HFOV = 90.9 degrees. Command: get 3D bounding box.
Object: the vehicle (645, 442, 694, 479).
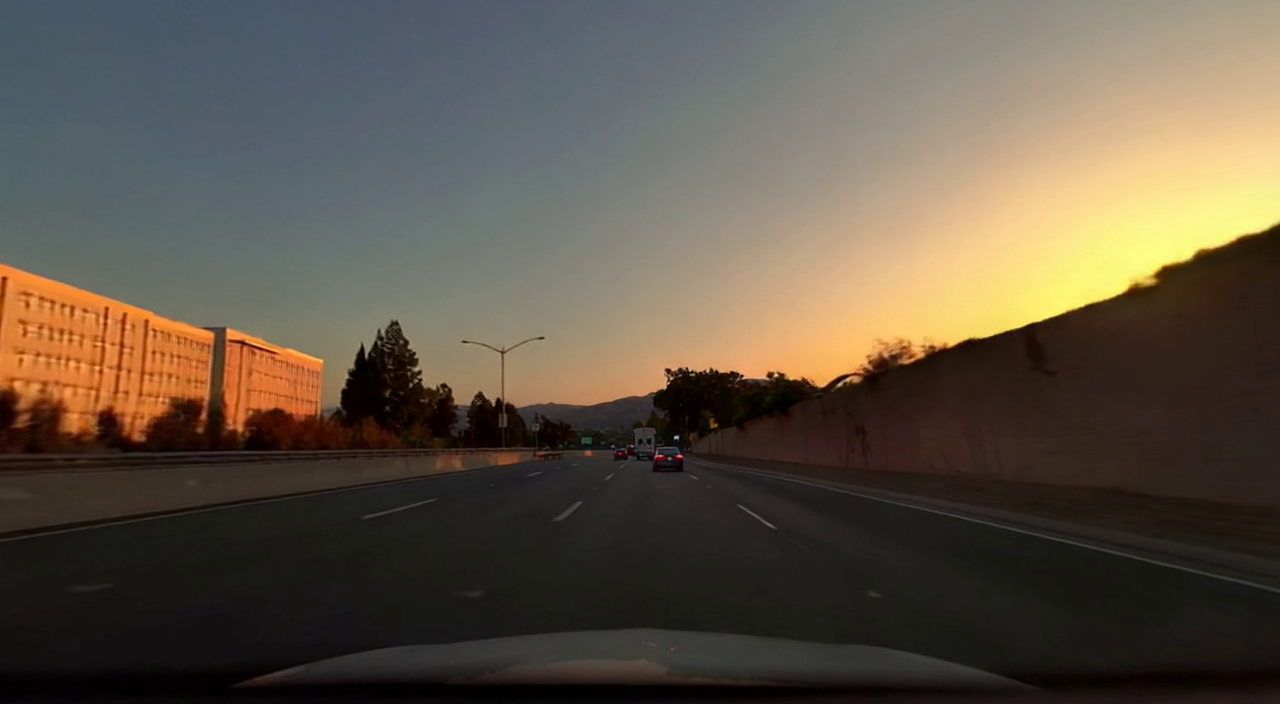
[{"bbox_3d":[1.282,4.952,28.959,1.973,1.536,4.337,0,-9,-1],"label":"vehicle"}]
